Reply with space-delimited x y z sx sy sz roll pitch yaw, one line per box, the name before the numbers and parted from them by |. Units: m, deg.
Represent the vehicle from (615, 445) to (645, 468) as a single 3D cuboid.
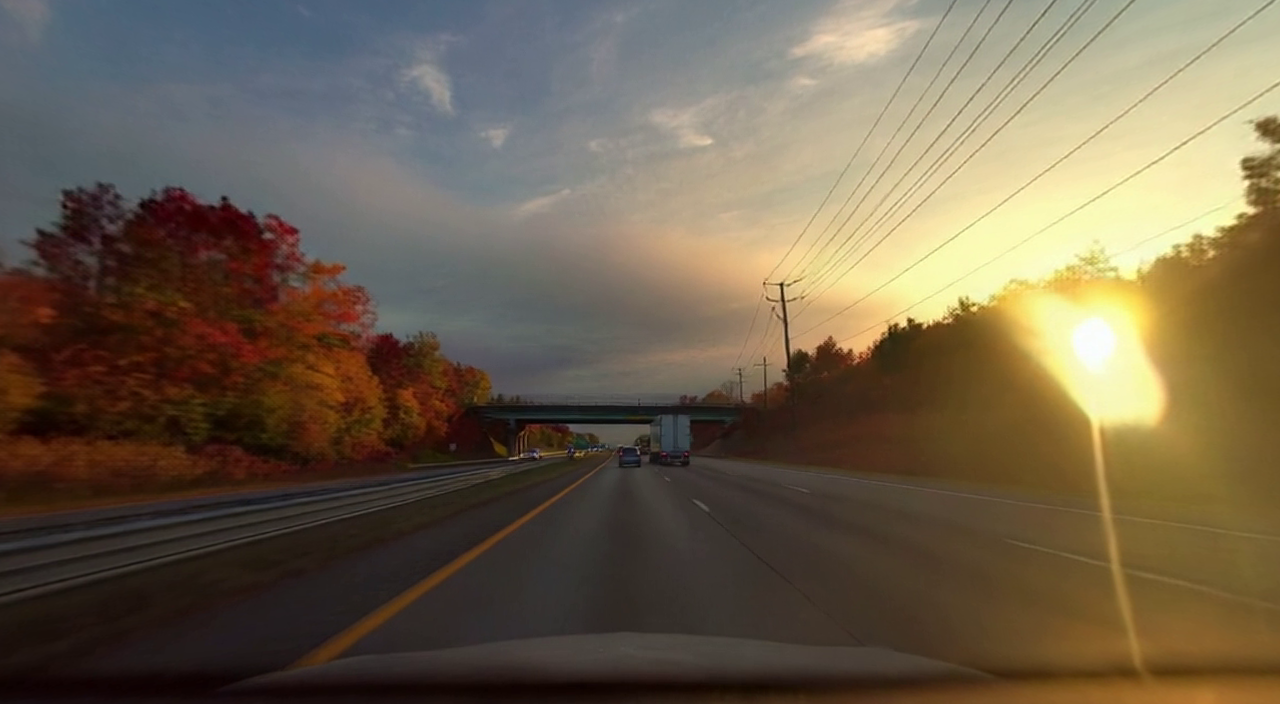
vehicle | -0.726 7.246 43.503 1.961 1.454 3.755 0 -9 -2
